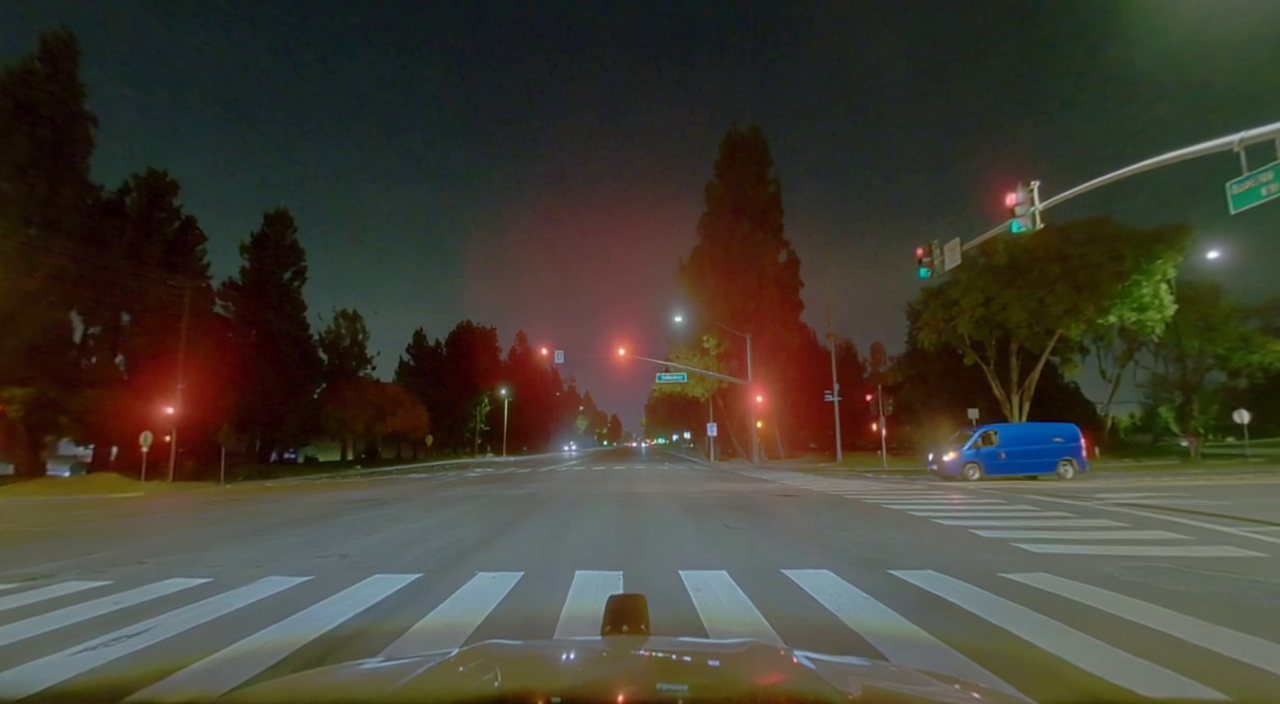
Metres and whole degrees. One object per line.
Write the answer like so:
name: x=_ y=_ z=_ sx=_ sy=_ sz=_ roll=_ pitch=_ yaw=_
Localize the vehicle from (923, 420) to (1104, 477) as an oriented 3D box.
vehicle: x=12.433 y=3.241 z=21.227 sx=4.790 sy=1.798 sz=1.909 roll=0 pitch=-8 yaw=1
